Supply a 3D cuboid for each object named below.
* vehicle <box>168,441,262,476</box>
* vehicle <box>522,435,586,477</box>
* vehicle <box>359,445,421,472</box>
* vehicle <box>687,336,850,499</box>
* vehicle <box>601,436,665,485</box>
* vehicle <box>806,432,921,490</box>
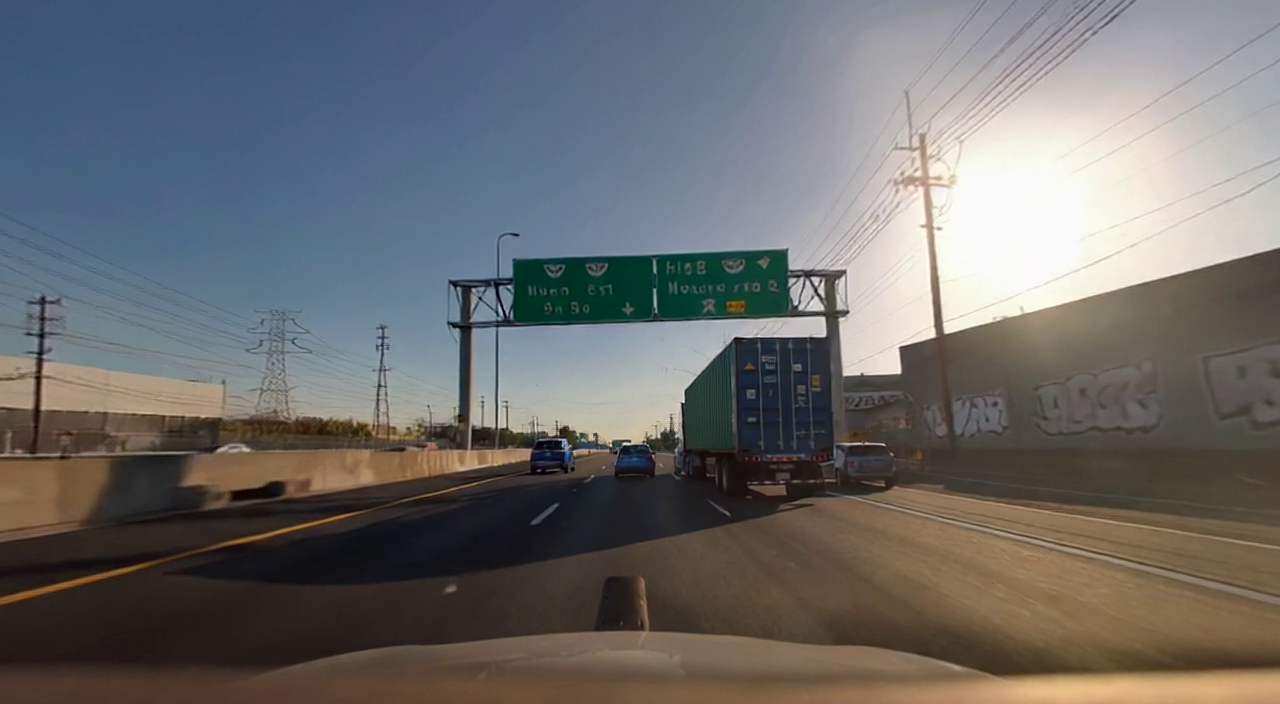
[{"bbox_3d":[-21.639,5.438,32.430,1.869,1.663,4.408,0,-9,-2],"label":"vehicle"},{"bbox_3d":[-3.984,4.932,30.063,2.264,1.804,4.584,0,-9,2],"label":"vehicle"},{"bbox_3d":[-14.545,6.220,37.068,1.959,1.487,4.293,0,-9,-2],"label":"vehicle"},{"bbox_3d":[3.649,2.587,22.273,2.800,4.039,13.179,0,-9,-1],"label":"vehicle"},{"bbox_3d":[-0.254,4.029,23.713,2.191,1.685,4.015,0,-9,0],"label":"vehicle"},{"bbox_3d":[7.328,3.639,21.350,2.202,1.731,4.628,0,-9,0],"label":"vehicle"}]
